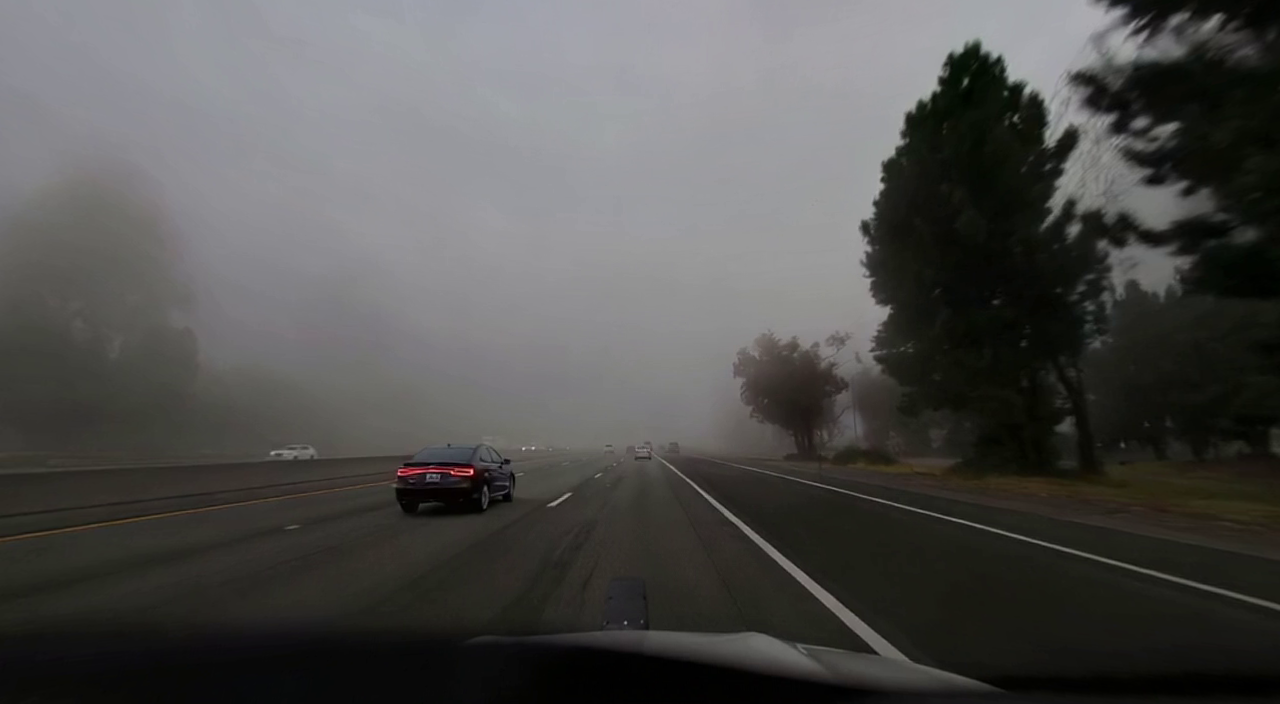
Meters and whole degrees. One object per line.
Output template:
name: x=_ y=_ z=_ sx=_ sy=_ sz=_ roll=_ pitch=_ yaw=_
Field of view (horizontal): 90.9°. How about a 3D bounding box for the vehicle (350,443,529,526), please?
vehicle: x=-3.778 y=2.581 z=12.902 sx=2.048 sy=1.368 sz=4.613 roll=0 pitch=-9 yaw=2
